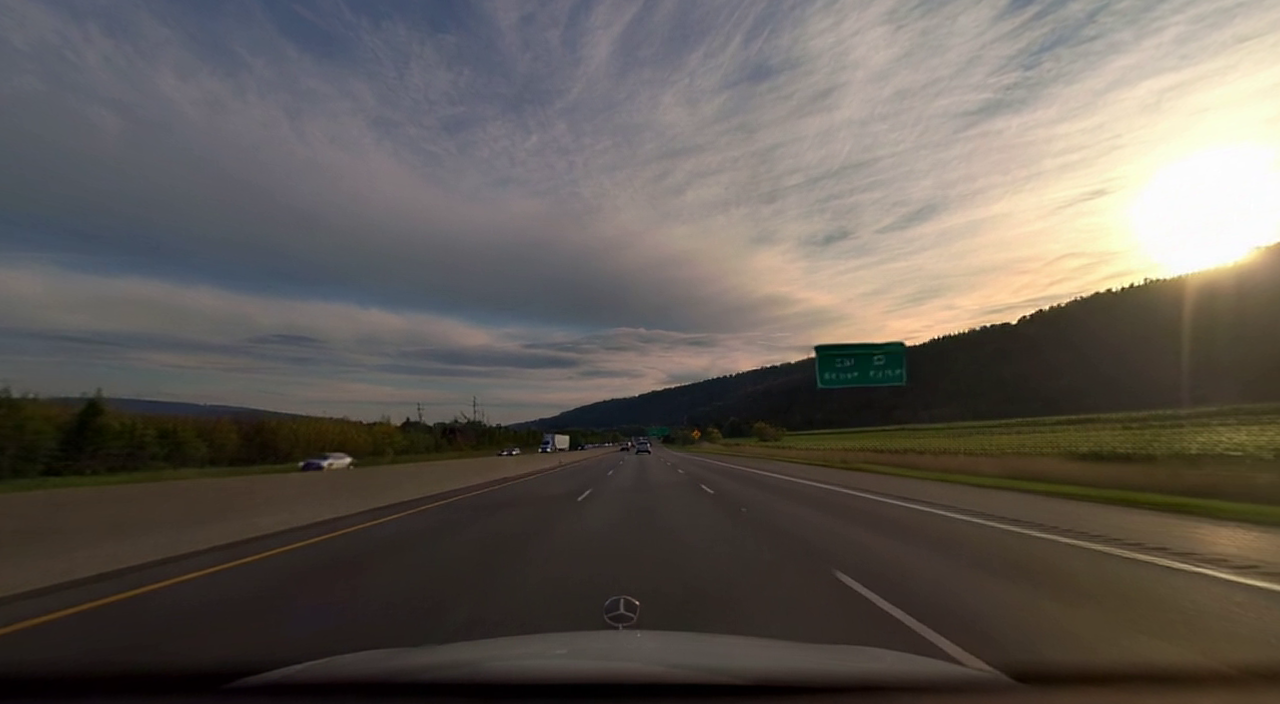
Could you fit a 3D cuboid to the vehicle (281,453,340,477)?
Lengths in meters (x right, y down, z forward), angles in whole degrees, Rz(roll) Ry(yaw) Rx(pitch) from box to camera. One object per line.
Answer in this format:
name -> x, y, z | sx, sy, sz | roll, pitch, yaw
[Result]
vehicle -> -21.951, 7.527, 42.073 | 1.875, 1.438, 3.700 | -1, -9, 1
